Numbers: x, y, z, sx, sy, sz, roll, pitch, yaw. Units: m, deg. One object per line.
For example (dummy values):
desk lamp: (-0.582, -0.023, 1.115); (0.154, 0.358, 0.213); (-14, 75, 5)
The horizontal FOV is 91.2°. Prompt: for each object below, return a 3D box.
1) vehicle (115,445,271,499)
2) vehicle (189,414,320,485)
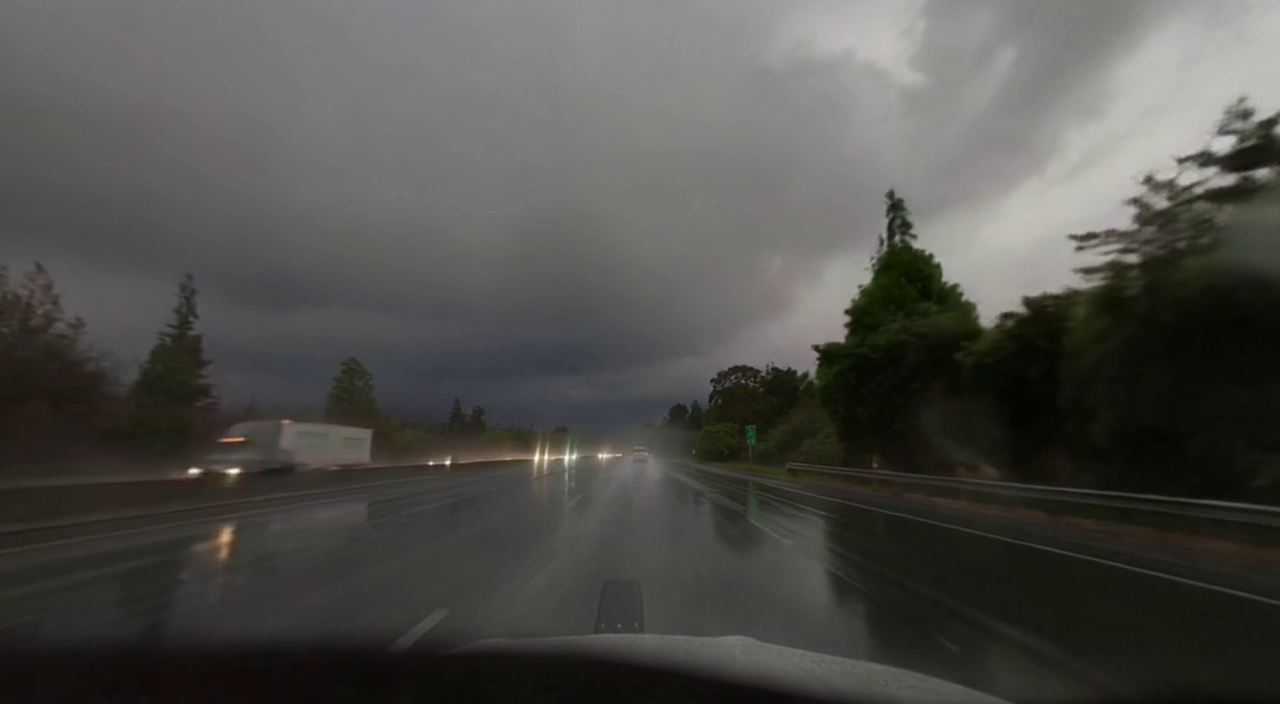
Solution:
vehicle: (-15.532, 4.169, 22.191); (2.033, 1.695, 4.724); (0, -9, 0)
vehicle: (-23.237, 5.947, 38.454); (2.894, 3.893, 7.794); (0, -9, 0)
